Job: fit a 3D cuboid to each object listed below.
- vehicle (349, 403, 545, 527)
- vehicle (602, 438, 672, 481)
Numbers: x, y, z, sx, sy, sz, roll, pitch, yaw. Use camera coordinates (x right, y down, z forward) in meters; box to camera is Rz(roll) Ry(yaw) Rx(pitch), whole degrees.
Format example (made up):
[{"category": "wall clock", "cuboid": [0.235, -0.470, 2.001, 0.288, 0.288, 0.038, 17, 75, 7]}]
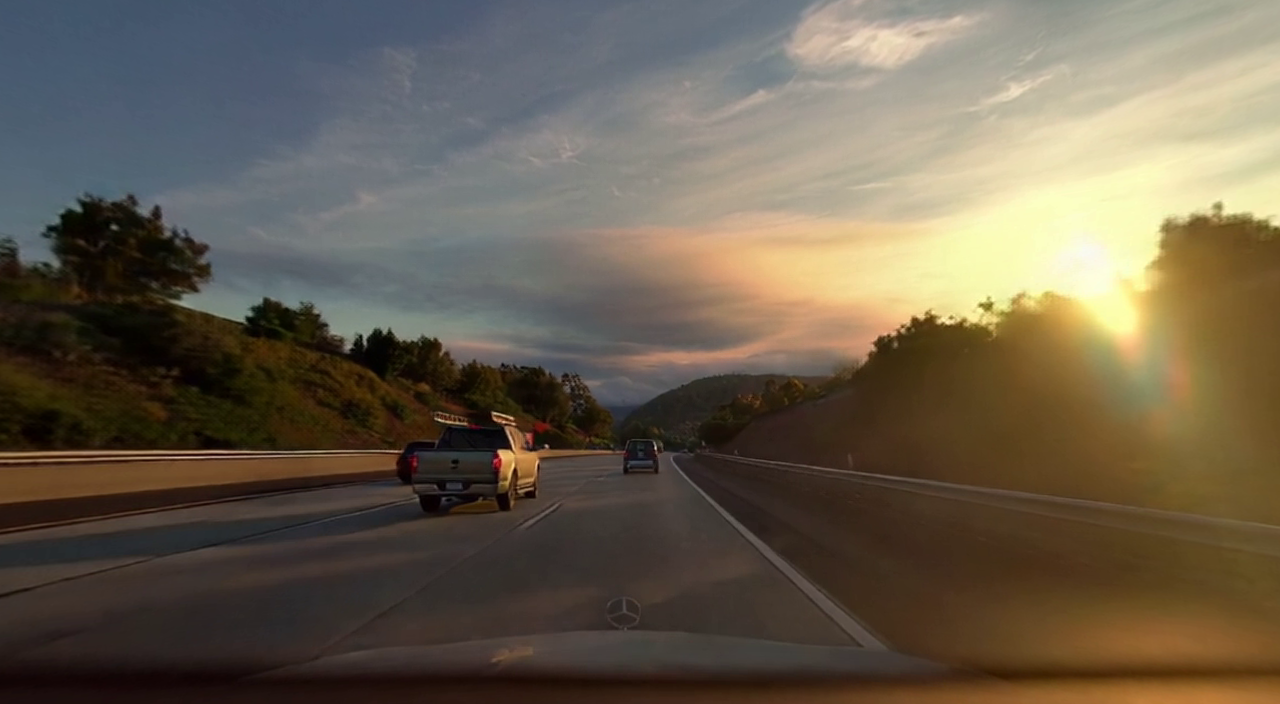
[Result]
[{"category": "vehicle", "cuboid": [-3.455, 2.172, 12.565, 2.250, 1.947, 4.860, 0, -9, 1]}, {"category": "vehicle", "cuboid": [-0.058, 4.591, 27.186, 2.715, 1.669, 5.163, 0, -9, 1]}]
